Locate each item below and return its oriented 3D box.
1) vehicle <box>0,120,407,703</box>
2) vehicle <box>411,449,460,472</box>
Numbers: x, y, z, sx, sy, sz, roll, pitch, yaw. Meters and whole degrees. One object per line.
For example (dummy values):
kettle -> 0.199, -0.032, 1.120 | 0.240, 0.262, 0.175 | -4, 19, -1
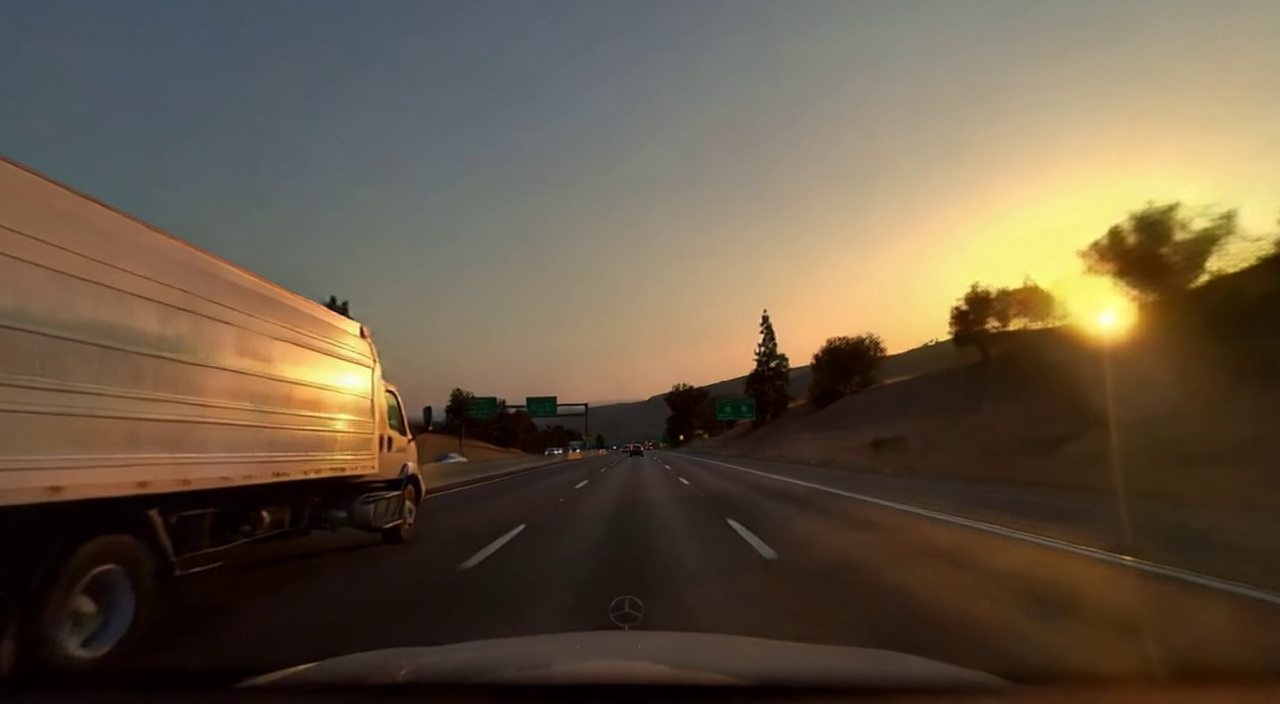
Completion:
vehicle -> -3.936, 0.504, 3.872 | 2.443, 2.586, 6.701 | 0, -8, 0
vehicle -> -14.807, 7.849, 45.751 | 2.009, 1.537, 4.411 | 0, -8, 0
